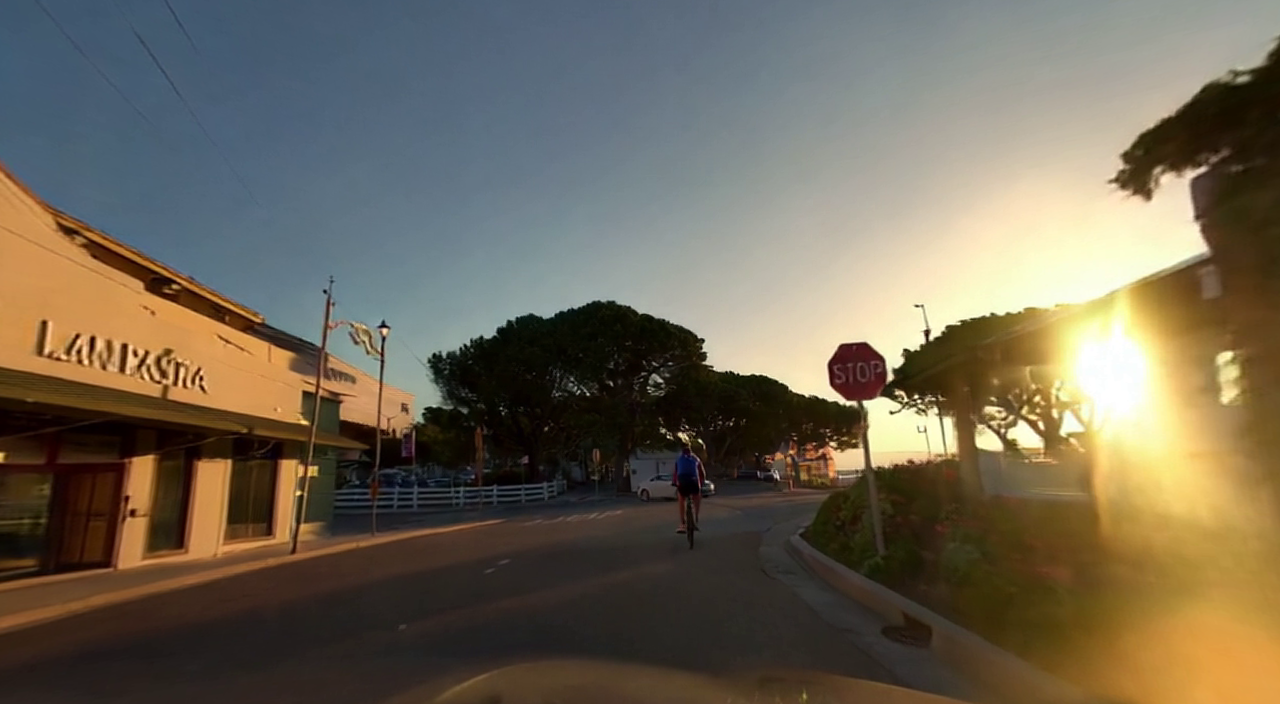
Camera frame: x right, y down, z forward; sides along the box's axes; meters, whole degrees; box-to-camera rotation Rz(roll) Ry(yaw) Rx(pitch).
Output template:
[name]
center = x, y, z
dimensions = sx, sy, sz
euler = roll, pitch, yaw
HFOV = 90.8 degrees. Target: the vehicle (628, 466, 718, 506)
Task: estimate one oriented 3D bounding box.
[vehicle]
center = 1.317, 5.942, 28.456
dimensions = 2.112, 1.479, 5.323
euler = 3, -9, -20
